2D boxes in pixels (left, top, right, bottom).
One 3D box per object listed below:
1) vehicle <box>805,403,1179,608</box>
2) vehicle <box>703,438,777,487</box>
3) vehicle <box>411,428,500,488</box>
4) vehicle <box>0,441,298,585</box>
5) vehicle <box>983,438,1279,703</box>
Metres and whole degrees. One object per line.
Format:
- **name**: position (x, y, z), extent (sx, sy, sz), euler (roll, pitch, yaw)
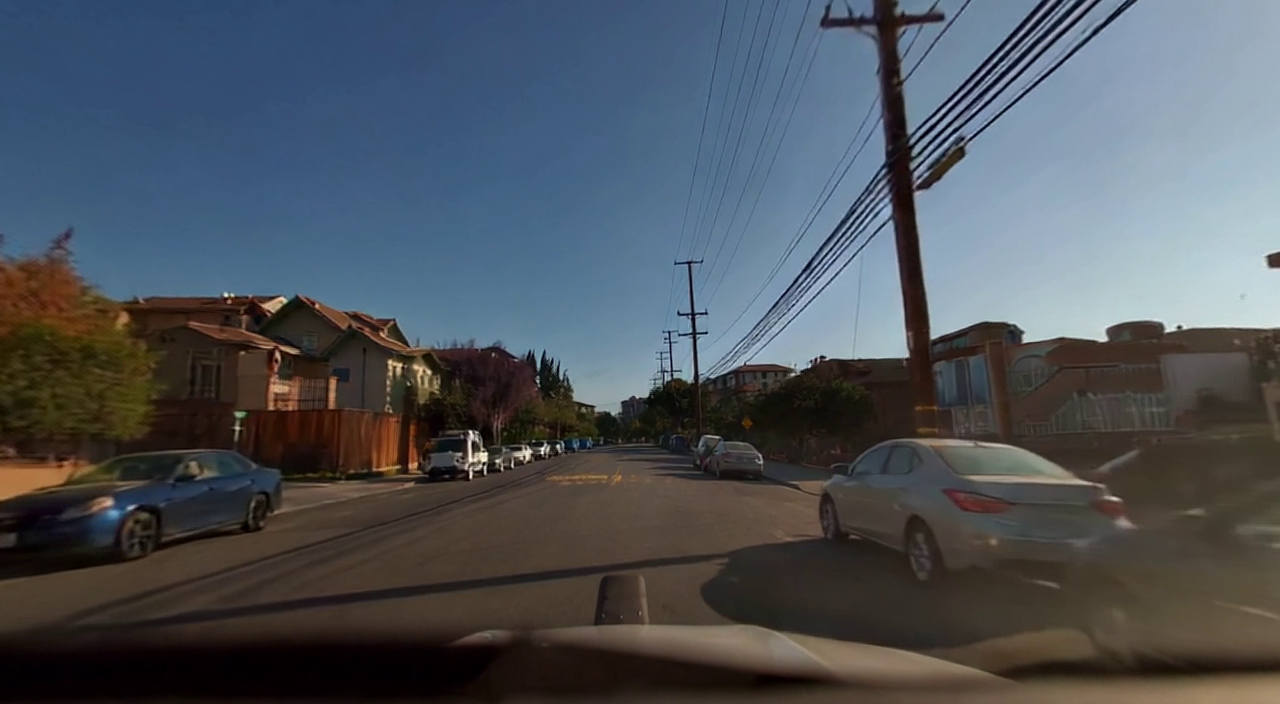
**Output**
- **vehicle**: position (3.565, 1.700, 7.696), extent (1.986, 1.665, 4.606), euler (1, -10, 1)
- **vehicle**: position (3.537, 3.993, 23.193), extent (1.925, 1.634, 4.419), euler (0, -8, -1)
- **vehicle**: position (-7.886, 4.539, 27.722), extent (2.351, 2.251, 5.856), euler (-2, -7, -2)
- **vehicle**: position (-7.548, 2.196, 9.553), extent (2.145, 1.488, 4.646), euler (-3, -7, 1)
- **vehicle**: position (3.614, 1.038, 2.348), extent (1.986, 1.427, 4.536), euler (0, -8, -2)
